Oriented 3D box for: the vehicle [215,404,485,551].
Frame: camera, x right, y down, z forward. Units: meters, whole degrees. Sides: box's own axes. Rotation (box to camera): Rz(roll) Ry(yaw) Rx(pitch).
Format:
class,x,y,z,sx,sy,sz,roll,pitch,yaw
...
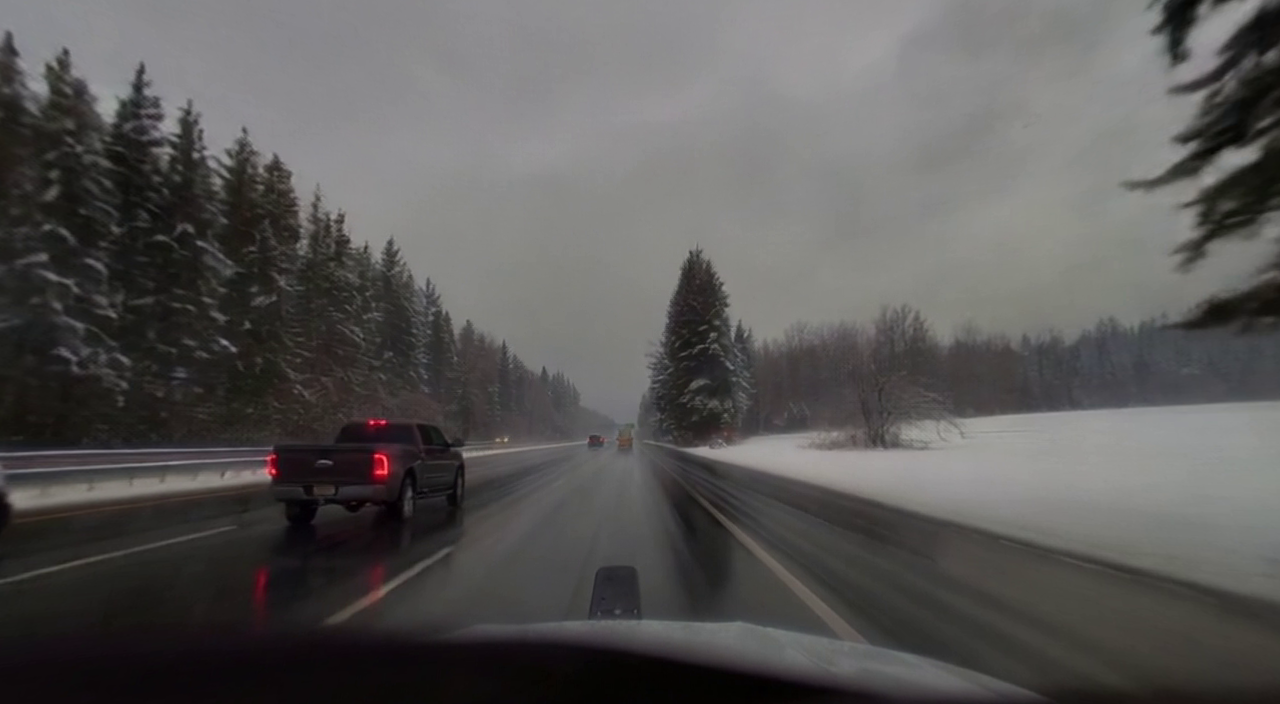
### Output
class,x,y,z,sx,sy,sz,roll,pitch,yaw
vehicle,-3.835,1.711,9.318,2.034,1.675,4.080,0,-8,0
